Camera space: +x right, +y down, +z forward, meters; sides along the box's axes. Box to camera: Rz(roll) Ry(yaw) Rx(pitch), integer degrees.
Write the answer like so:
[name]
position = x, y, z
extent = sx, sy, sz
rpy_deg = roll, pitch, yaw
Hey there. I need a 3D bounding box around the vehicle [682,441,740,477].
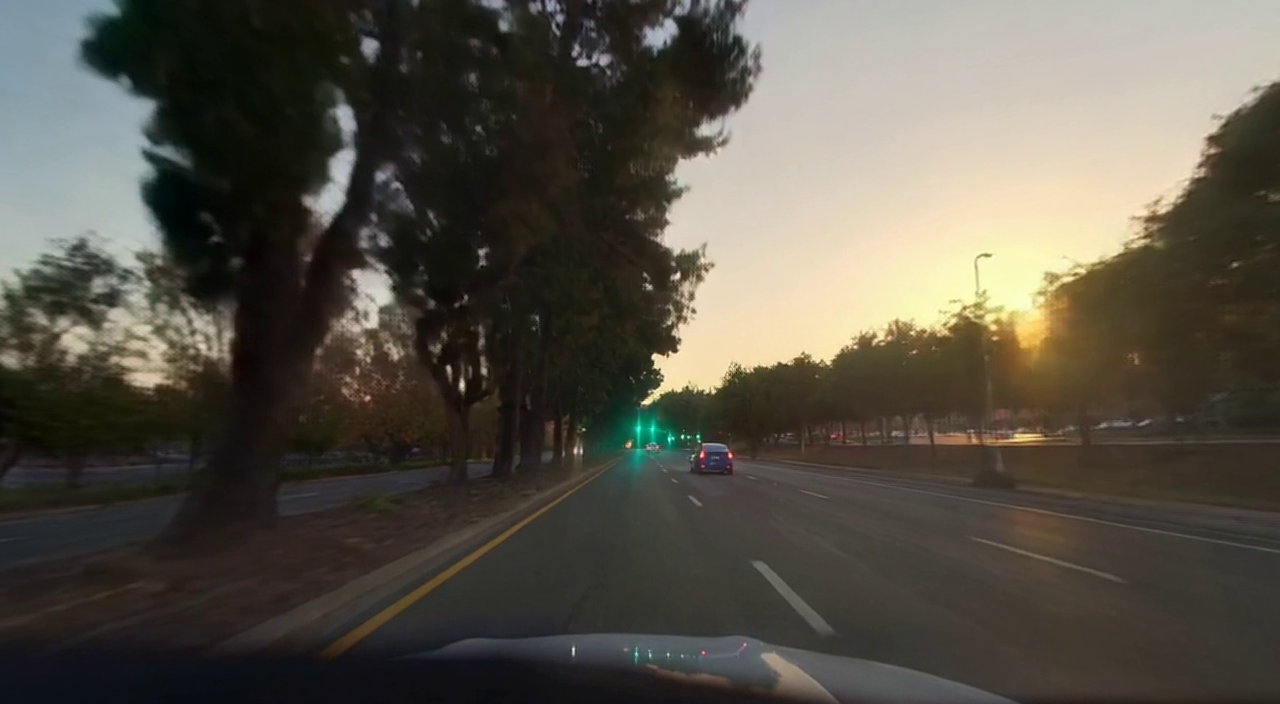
[vehicle]
position = 3.110, 4.792, 28.561
extent = 2.056, 1.483, 4.091
rpy_deg = 0, -8, -1
